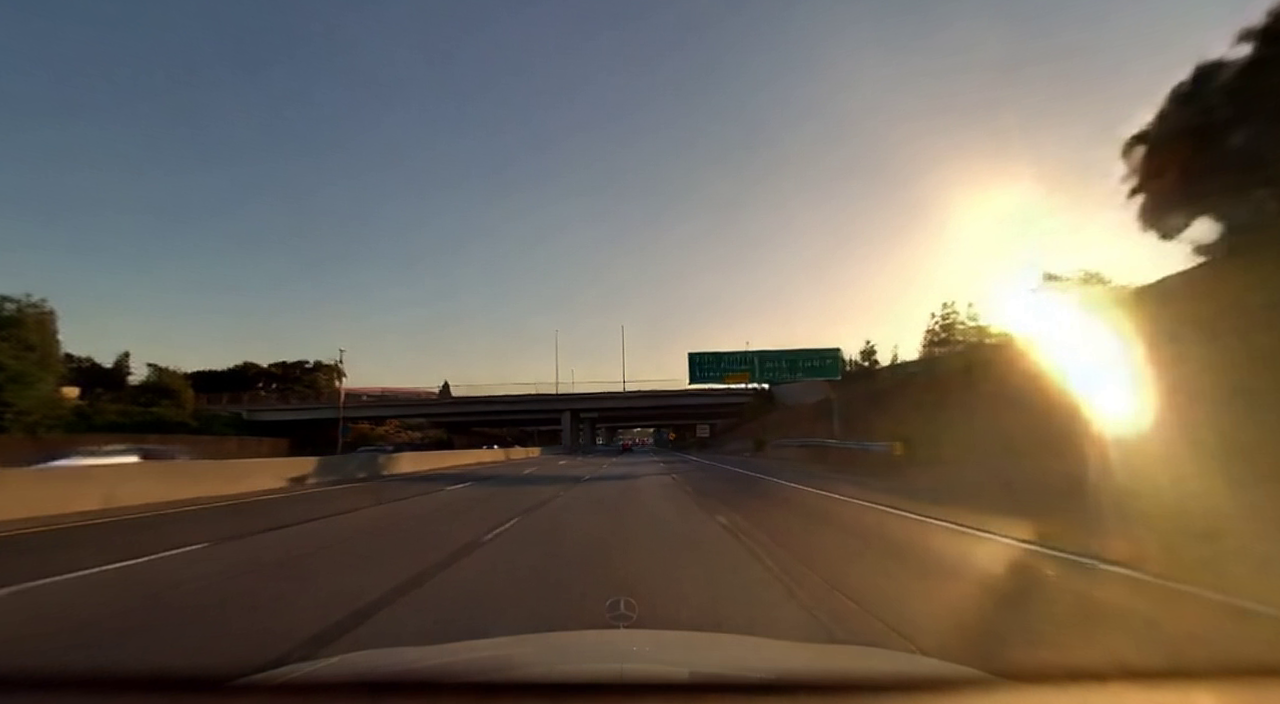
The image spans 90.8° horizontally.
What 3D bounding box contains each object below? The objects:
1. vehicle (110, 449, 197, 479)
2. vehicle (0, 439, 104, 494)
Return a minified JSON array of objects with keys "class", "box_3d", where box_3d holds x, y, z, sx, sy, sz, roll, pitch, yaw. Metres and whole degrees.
[{"class":"vehicle","box_3d":[-25.009,5.743,32.618,1.673,1.470,3.484,0,-8,0]},{"class":"vehicle","box_3d":[-21.687,3.897,21.712,2.046,1.730,4.975,0,-9,0]}]
